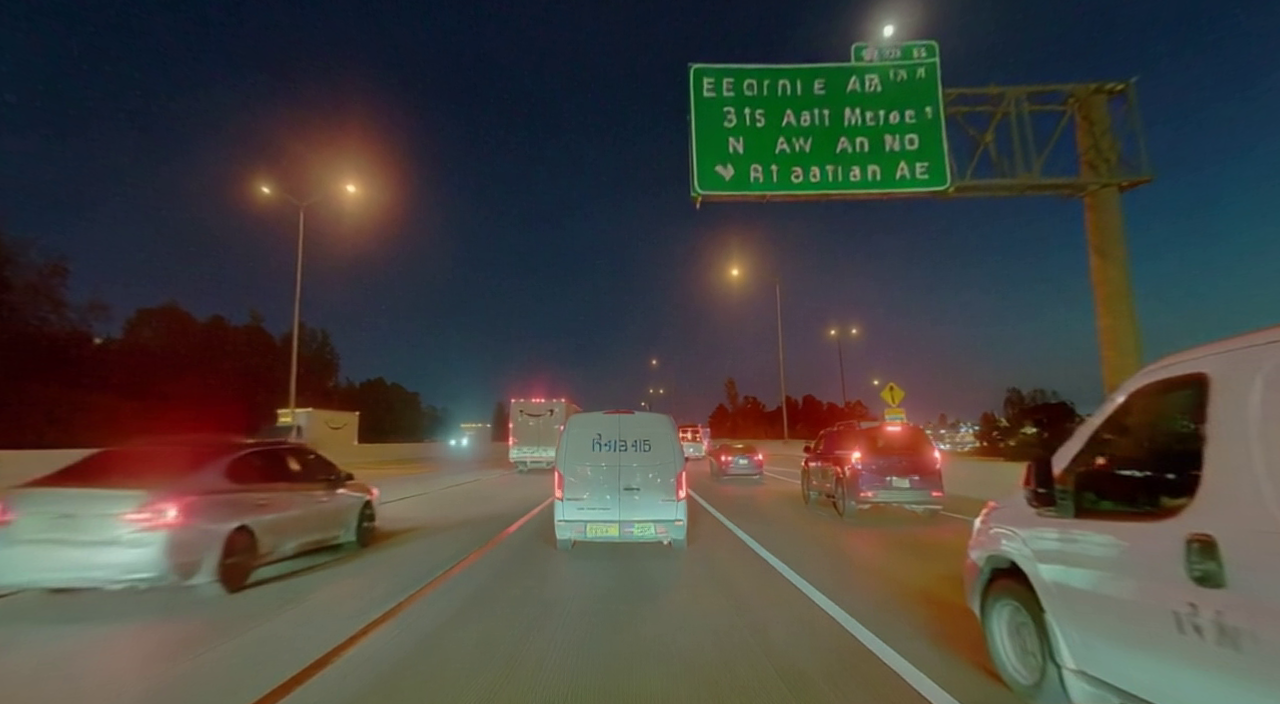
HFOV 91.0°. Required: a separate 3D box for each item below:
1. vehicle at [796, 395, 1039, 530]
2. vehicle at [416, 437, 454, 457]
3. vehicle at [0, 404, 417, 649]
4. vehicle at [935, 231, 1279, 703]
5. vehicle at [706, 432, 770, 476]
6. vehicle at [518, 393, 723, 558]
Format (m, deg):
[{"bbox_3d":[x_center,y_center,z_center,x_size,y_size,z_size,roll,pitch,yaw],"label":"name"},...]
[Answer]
[{"bbox_3d":[4.834,2.052,12.177,2.179,1.999,5.331,1,-9,-1],"label":"vehicle"},{"bbox_3d":[-15.612,7.253,48.126,1.578,1.432,3.491,0,-8,1],"label":"vehicle"},{"bbox_3d":[-4.021,1.406,6.165,1.983,1.496,4.371,0,-8,1],"label":"vehicle"},{"bbox_3d":[2.981,0.530,1.173,2.341,1.890,5.144,0,-9,0],"label":"vehicle"},{"bbox_3d":[4.087,4.343,26.964,2.064,1.720,4.416,0,-8,0],"label":"vehicle"},{"bbox_3d":[-0.210,1.702,9.309,2.287,1.823,4.369,0,-8,0],"label":"vehicle"}]
